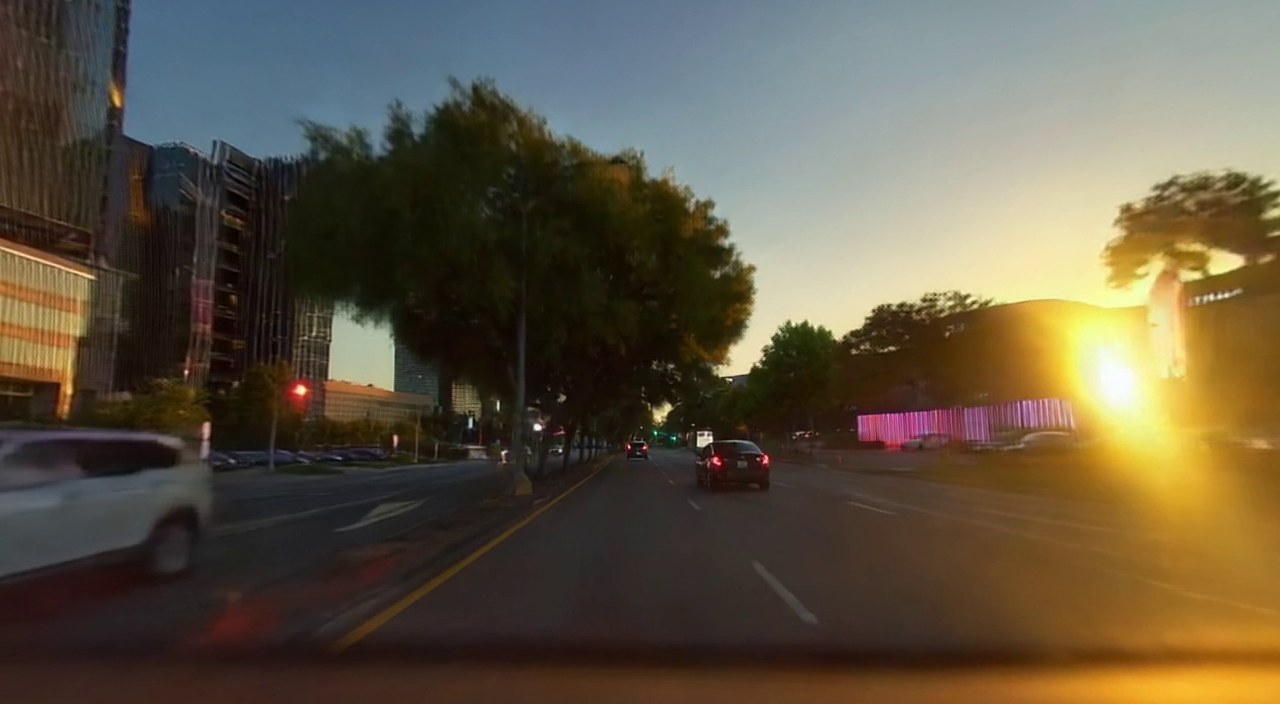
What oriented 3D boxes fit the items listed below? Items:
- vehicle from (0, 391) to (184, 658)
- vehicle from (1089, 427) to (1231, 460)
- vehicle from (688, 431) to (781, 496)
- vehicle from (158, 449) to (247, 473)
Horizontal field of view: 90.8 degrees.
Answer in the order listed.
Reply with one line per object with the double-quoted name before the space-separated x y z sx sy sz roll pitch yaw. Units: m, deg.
"vehicle" -5.099 1.113 3.862 2.134 1.660 4.625 0 -9 -14
"vehicle" 23.858 4.252 29.194 1.813 1.395 4.616 5 -10 -30
"vehicle" 2.657 3.245 18.792 1.963 1.677 4.229 0 -8 -2
"vehicle" -30.080 7.470 43.488 4.656 1.508 1.953 -1 -9 1
